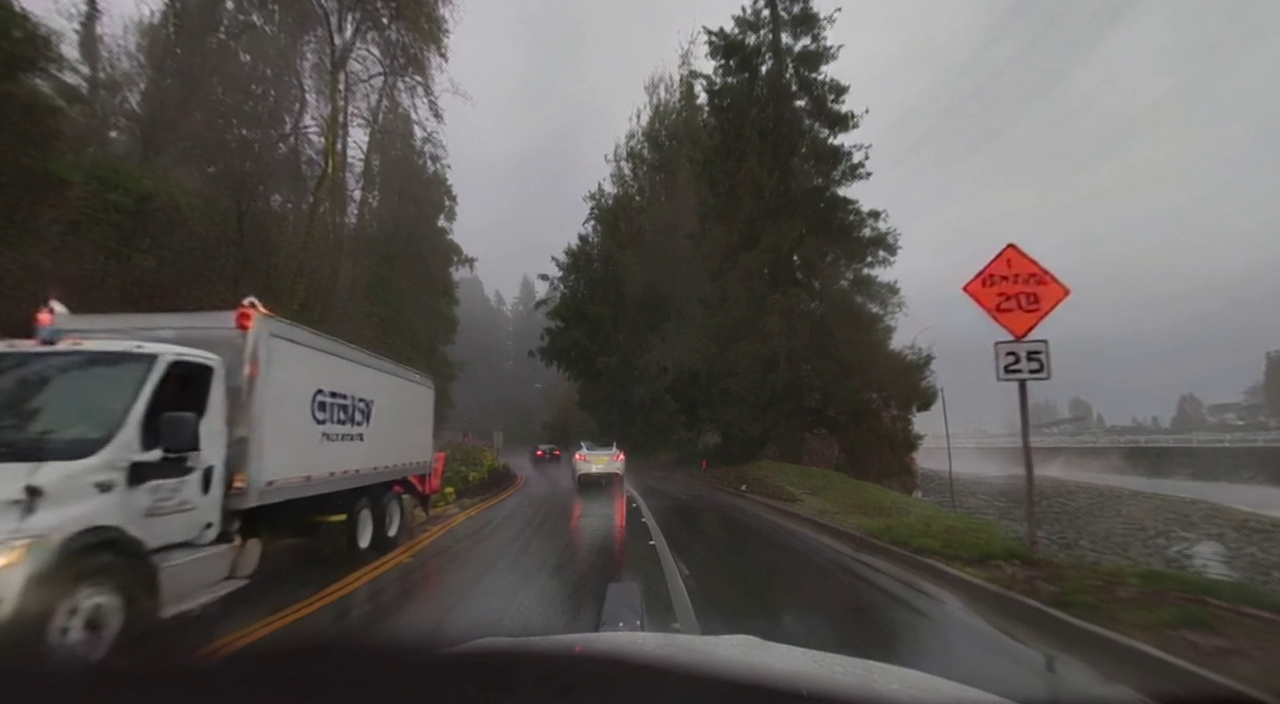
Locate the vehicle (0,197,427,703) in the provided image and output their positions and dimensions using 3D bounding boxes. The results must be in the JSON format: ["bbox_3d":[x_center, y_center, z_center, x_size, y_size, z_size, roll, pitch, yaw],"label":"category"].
[{"bbox_3d":[-3.632,0.928,4.492,2.671,2.053,6.074,1,-8,-6],"label":"vehicle"}]

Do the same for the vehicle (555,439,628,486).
[{"bbox_3d":[-1.827,3.887,22.575,2.186,1.463,4.356,1,-9,-10],"label":"vehicle"}]
